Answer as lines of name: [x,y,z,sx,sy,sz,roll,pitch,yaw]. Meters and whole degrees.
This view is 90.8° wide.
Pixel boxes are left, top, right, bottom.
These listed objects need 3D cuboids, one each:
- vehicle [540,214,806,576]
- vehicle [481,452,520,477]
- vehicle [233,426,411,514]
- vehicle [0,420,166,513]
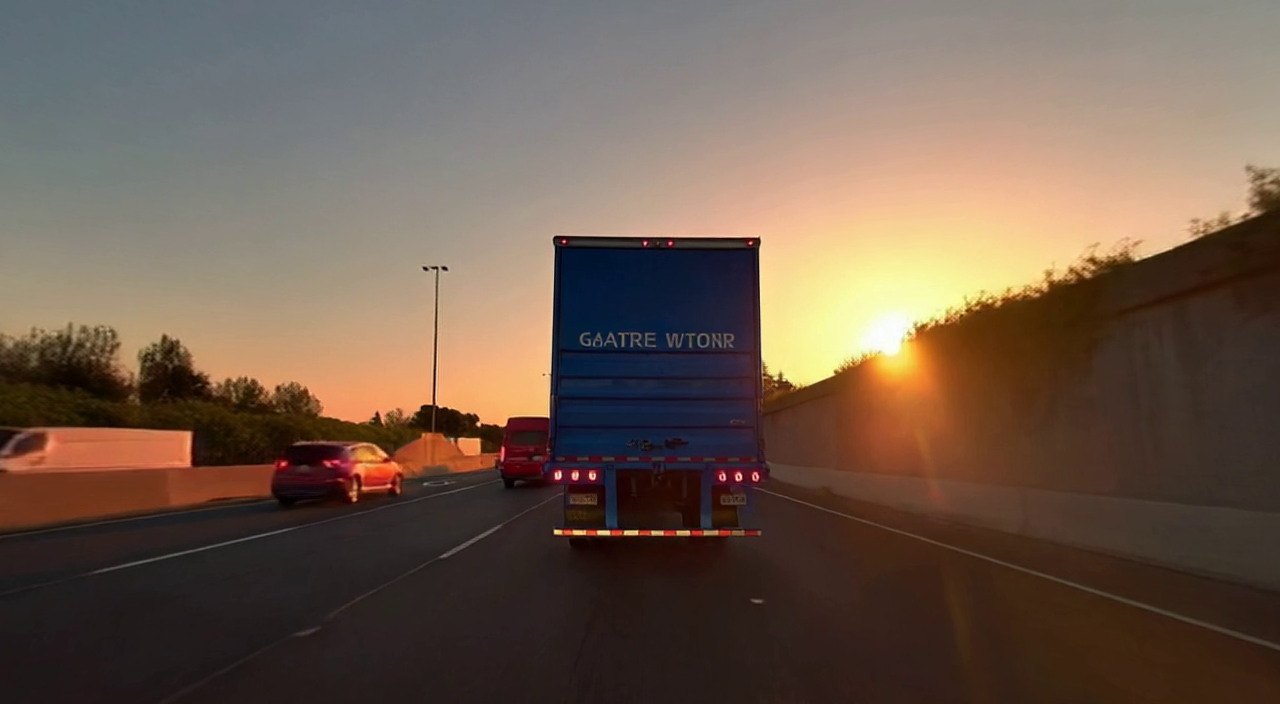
vehicle: [0.481,1.225,12.286,2.853,4.054,10.557,0,-9,1]
vehicle: [-8.649,6.967,39.404,1.617,1.465,3.546,0,-9,1]
vehicle: [-8.505,3.208,17.649,2.174,2.059,5.314,0,-9,0]
vehicle: [-21.523,4.096,22.926,2.677,2.891,7.414,0,-9,0]
